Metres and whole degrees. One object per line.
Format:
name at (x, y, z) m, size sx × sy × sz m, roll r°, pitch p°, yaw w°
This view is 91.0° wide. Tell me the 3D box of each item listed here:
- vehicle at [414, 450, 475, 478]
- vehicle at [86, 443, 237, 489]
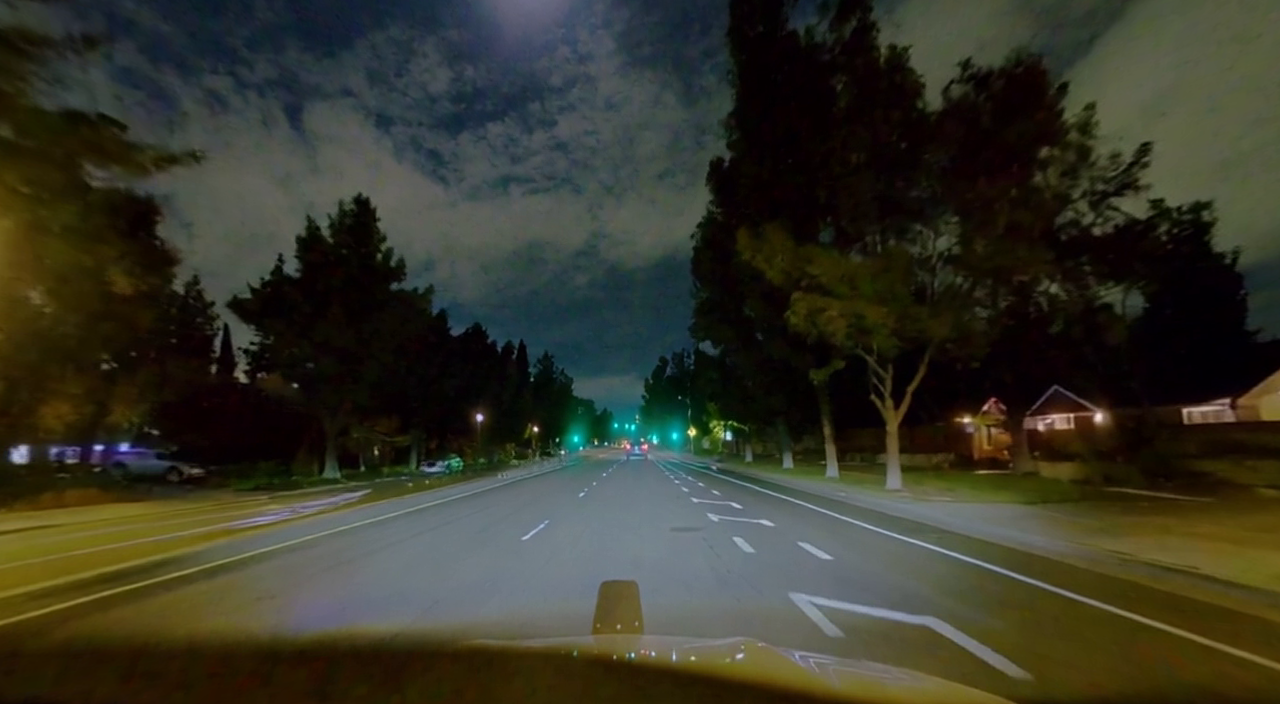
vehicle at (-11.852, 6.829, 38.541) m, size 2.150 × 1.518 × 4.785 m, roll -2°, pitch -10°, yaw 1°
vehicle at (-18.918, 4.519, 25.061) m, size 4.170 × 1.704 × 2.174 m, roll 0°, pitch -9°, yaw 0°
